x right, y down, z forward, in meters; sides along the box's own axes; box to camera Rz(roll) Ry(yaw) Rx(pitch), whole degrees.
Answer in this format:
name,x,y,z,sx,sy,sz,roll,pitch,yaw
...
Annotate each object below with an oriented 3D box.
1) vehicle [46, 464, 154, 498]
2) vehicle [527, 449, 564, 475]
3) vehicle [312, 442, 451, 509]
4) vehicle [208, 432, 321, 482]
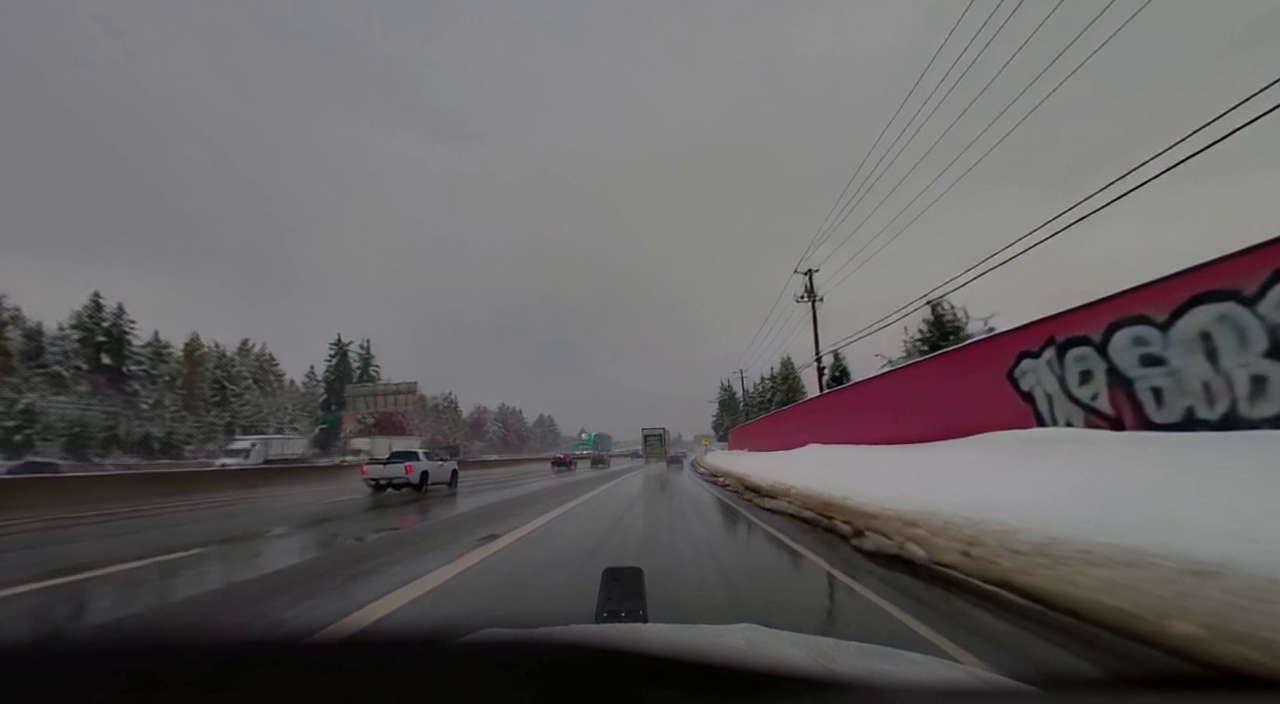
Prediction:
name,x,y,z,sx,sy,sz,roll,pitch,yaw
vehicle,-26.822,6.386,31.461,1.758,1.424,3.929,-1,-9,3
vehicle,-5.779,6.793,38.988,1.708,1.489,2.840,-1,-9,3
vehicle,-6.706,3.229,16.860,1.966,1.565,3.766,-1,-9,3
vehicle,-25.722,7.249,43.710,2.532,3.078,7.751,-1,-9,5
